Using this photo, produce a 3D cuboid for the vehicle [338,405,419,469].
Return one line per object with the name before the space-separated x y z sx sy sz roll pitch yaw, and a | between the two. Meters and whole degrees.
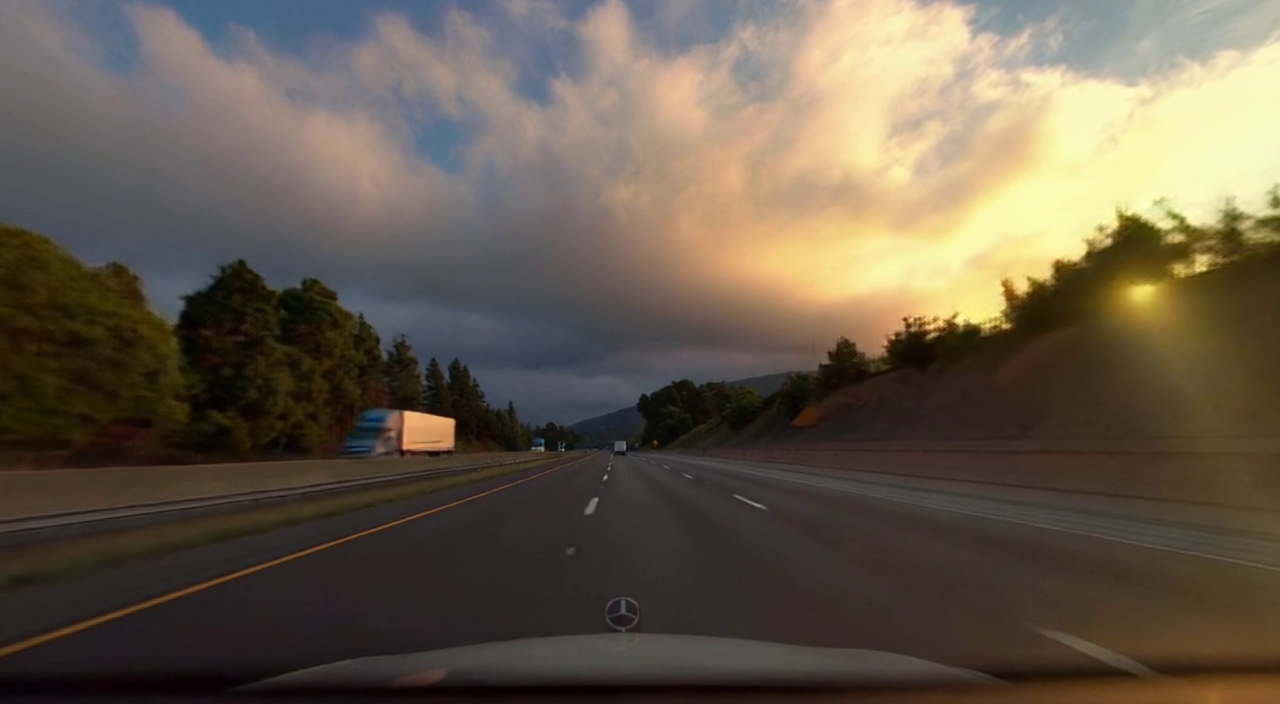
vehicle | -17.324 5.752 42.160 2.993 3.952 5.880 0 -9 -2
